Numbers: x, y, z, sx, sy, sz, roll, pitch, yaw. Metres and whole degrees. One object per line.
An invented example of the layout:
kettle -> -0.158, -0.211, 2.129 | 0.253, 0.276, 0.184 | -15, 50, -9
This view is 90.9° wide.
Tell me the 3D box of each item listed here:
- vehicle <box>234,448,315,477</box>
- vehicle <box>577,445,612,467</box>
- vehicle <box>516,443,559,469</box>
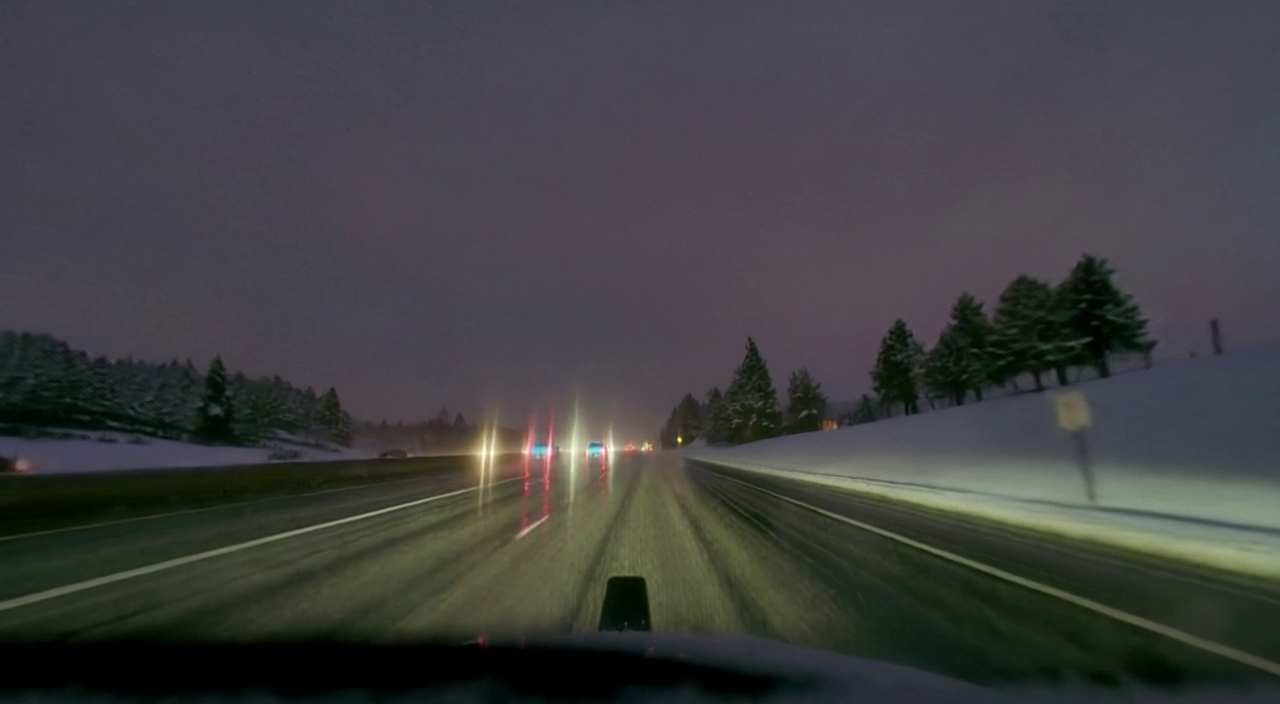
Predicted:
vehicle -> -19.874, 6.004, 34.507 | 1.826, 1.419, 4.274 | 0, -8, 1
vehicle -> -3.370, 7.788, 47.566 | 2.184, 1.554, 4.350 | 0, -8, 2
vehicle -> -6.888, 7.008, 42.824 | 2.075, 1.646, 4.405 | 0, -8, 2
